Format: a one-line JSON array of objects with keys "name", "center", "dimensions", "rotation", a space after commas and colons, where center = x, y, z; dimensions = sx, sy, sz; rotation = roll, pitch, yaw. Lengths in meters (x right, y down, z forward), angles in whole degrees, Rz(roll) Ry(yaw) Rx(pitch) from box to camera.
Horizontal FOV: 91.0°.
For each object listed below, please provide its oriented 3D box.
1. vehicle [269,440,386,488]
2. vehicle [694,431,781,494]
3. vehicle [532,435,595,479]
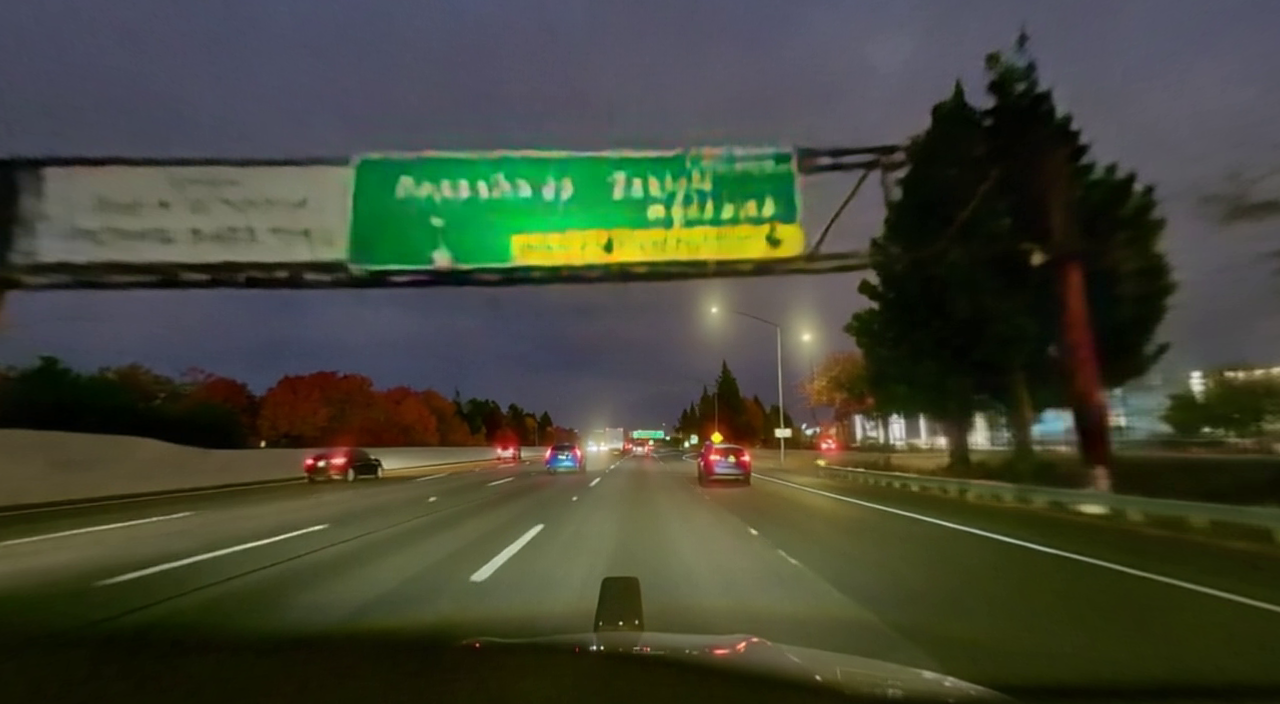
[{"name": "vehicle", "center": [-10.994, 3.959, 22.532], "dimensions": [1.919, 1.509, 4.265], "rotation": [0, -9, 1]}, {"name": "vehicle", "center": [2.940, 3.451, 20.010], "dimensions": [2.101, 1.742, 4.495], "rotation": [0, -9, 1]}, {"name": "vehicle", "center": [-3.208, 4.526, 27.355], "dimensions": [2.111, 1.742, 4.315], "rotation": [0, -9, 1]}]
